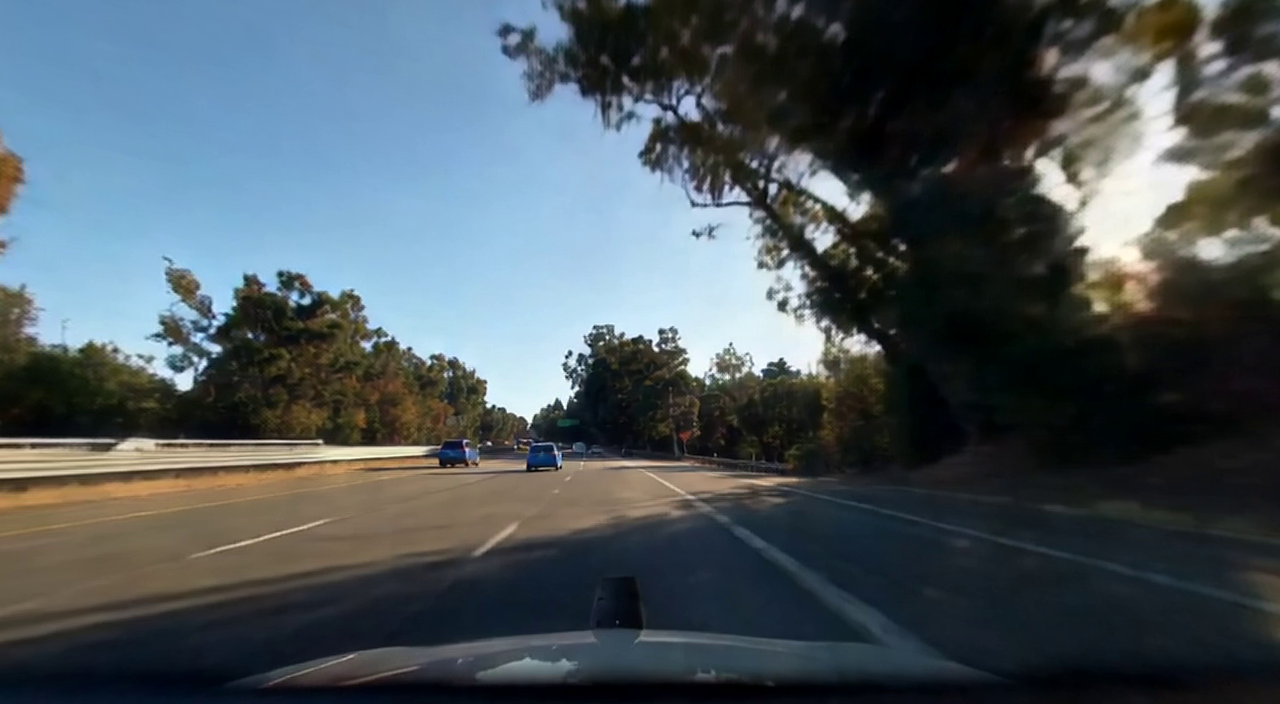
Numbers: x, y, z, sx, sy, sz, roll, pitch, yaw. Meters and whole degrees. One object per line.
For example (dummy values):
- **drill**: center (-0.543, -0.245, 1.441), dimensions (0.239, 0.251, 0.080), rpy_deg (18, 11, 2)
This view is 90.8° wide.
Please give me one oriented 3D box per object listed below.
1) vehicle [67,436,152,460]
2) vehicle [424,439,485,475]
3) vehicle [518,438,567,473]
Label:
- **vehicle**: center (-34.733, 6.317, 41.562), dimensions (1.944, 1.478, 4.464), rpy_deg (0, -9, -5)
- **vehicle**: center (-9.420, 5.369, 32.486), dimensions (2.016, 1.711, 4.365), rpy_deg (0, -9, -3)
- **vehicle**: center (-5.276, 5.687, 34.792), dimensions (2.146, 1.766, 4.502), rpy_deg (0, -9, -3)
